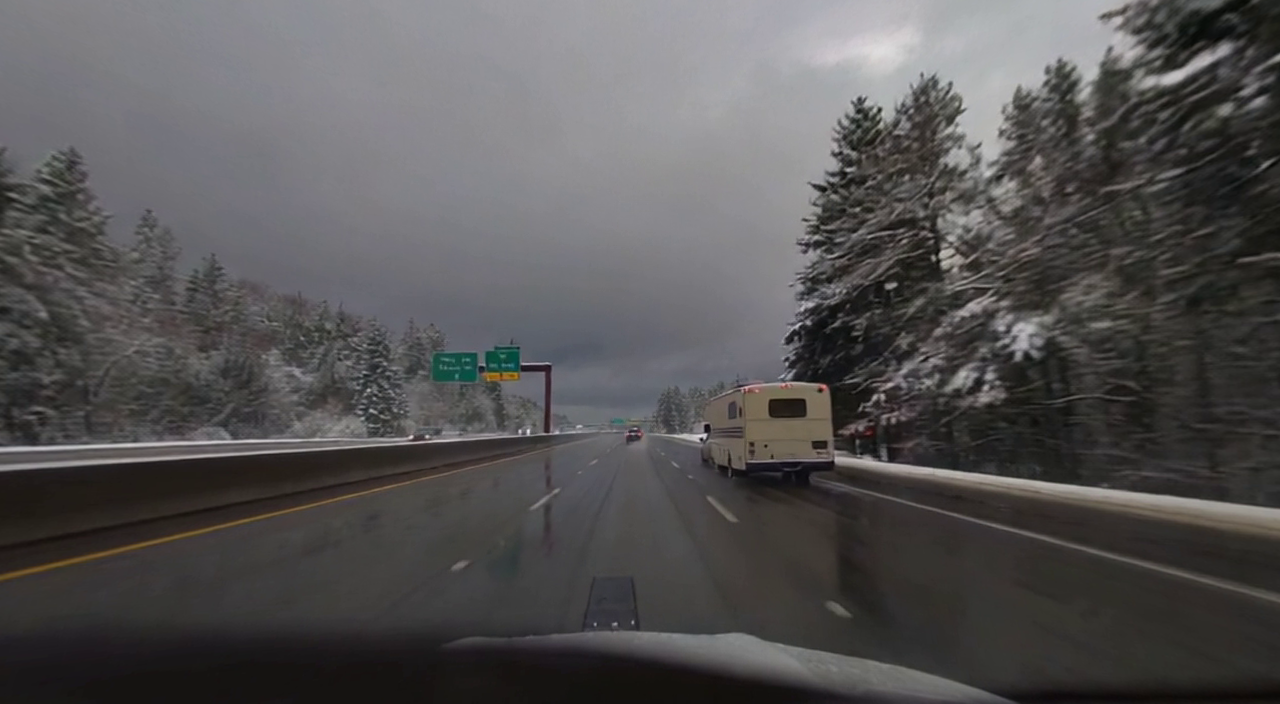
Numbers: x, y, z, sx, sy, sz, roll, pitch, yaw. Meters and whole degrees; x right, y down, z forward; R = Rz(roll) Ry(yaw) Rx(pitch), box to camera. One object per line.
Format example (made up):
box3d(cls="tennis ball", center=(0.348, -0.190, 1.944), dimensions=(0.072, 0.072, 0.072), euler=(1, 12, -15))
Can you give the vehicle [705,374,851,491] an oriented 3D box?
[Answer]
box3d(cls="vehicle", center=(3.473, 2.207, 17.336), dimensions=(2.590, 2.680, 5.445), euler=(0, -7, -2))
